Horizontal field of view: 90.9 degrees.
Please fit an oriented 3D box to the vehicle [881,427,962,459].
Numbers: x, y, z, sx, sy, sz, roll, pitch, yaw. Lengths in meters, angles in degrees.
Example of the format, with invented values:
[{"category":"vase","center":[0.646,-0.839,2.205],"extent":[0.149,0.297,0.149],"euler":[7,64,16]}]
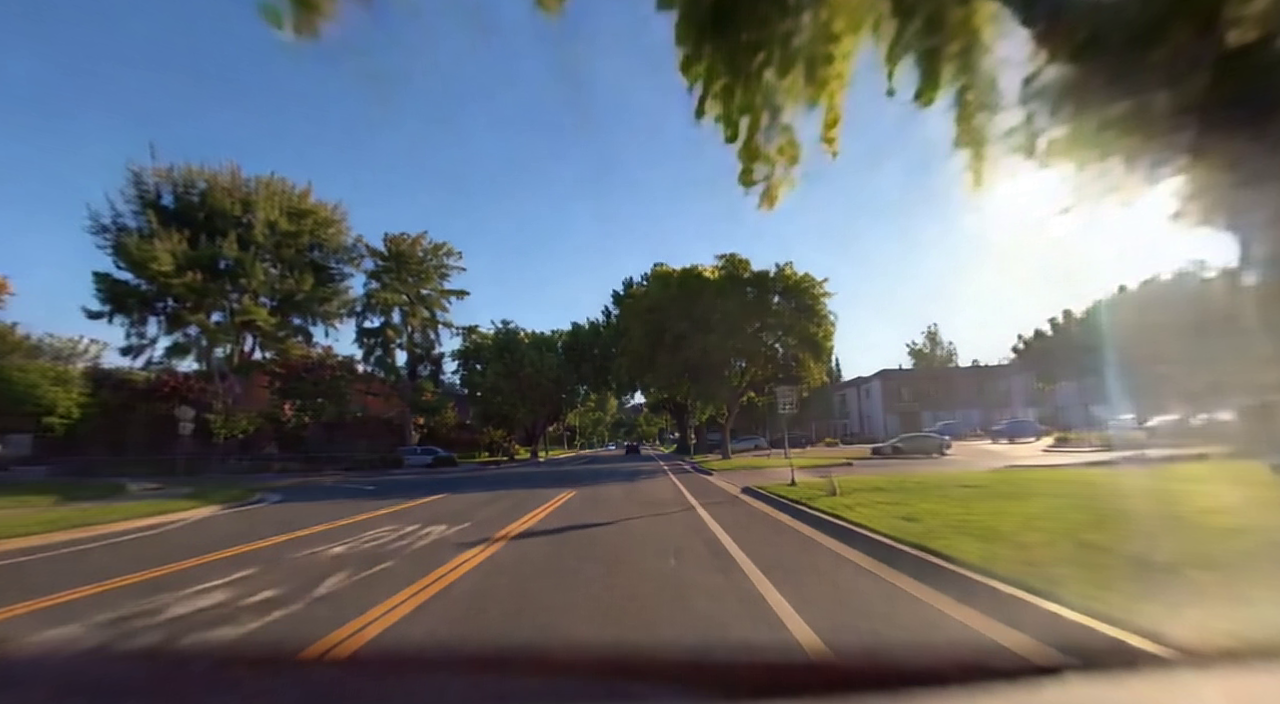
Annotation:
[{"category":"vehicle","center":[13.722,4.479,31.051],"extent":[1.927,1.464,4.644],"euler":[0,-8,1]}]
